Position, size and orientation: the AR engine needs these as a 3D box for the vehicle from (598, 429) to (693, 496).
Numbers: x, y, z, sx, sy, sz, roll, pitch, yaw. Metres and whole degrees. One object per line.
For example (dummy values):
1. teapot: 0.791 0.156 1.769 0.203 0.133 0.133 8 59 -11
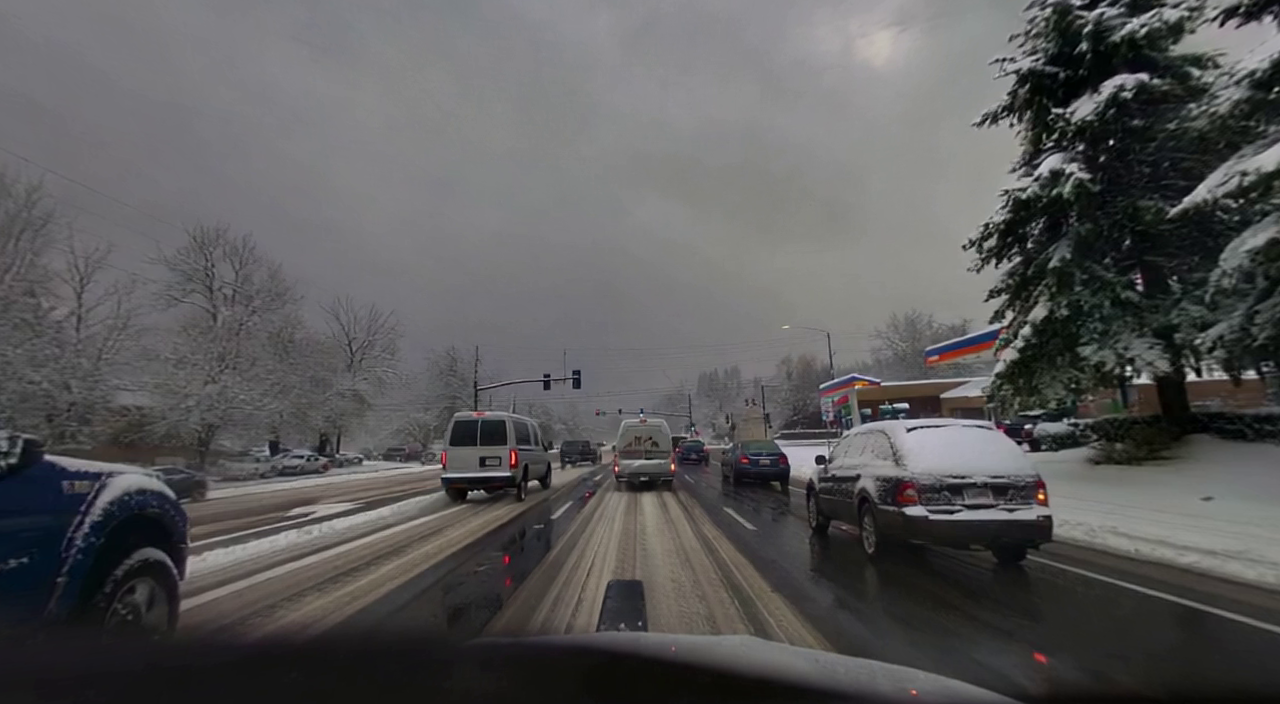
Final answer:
1. vehicle: 0.094 3.263 18.996 2.426 1.703 5.602 0 -8 -1

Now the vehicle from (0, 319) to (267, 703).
1. vehicle: -3.488 0.606 1.435 2.002 1.747 5.173 0 -8 1

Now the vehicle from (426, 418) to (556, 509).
1. vehicle: -3.511 2.748 15.938 2.025 1.936 4.995 0 -8 0

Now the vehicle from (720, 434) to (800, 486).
1. vehicle: 4.280 3.924 23.156 2.119 1.696 4.623 0 -8 1

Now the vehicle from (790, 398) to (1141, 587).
1. vehicle: 3.679 1.689 8.433 2.055 1.786 4.817 0 -8 -1

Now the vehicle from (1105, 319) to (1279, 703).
1. vehicle: 3.338 0.515 0.436 2.132 1.775 5.046 0 -8 0
